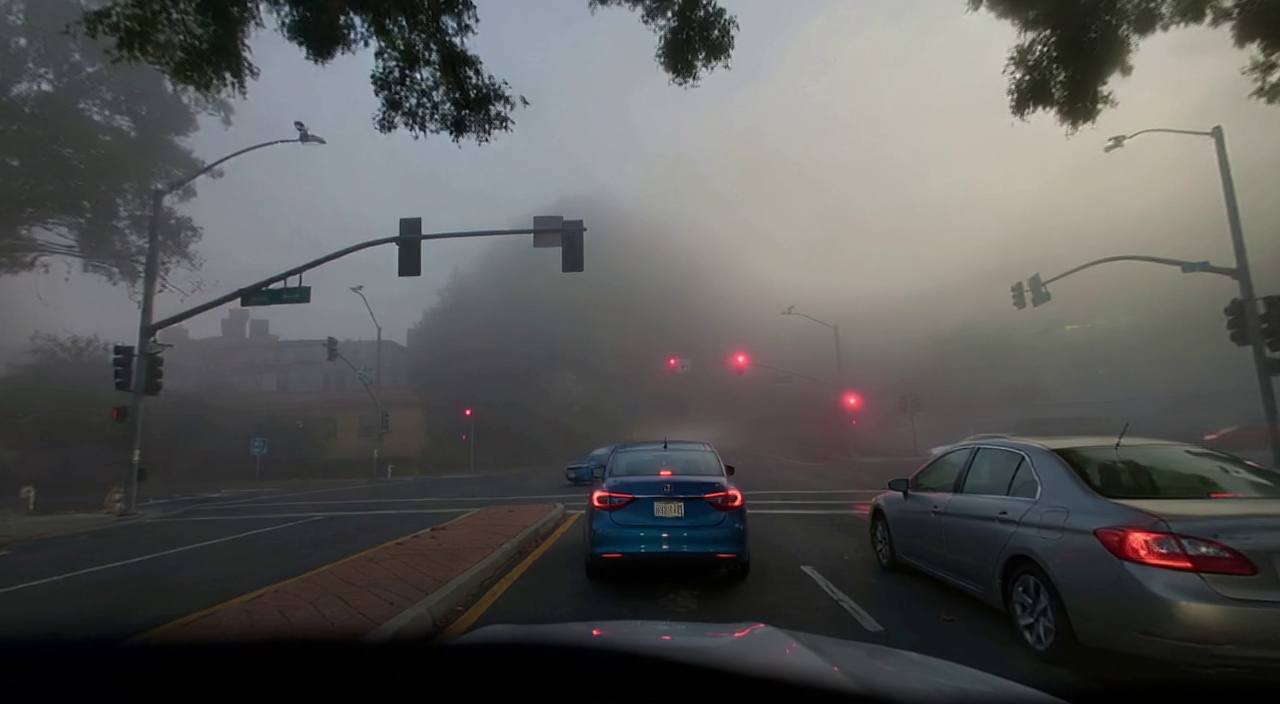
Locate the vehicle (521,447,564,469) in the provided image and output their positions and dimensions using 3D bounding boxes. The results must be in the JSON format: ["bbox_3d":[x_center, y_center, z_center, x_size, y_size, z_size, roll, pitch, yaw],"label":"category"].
[{"bbox_3d":[-6.923,7.581,45.291,2.093,1.476,4.278,-1,-9,4],"label":"vehicle"}]

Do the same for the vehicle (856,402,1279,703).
[{"bbox_3d":[3.659,1.338,5.442,1.888,1.486,4.681,0,-9,-1],"label":"vehicle"}]

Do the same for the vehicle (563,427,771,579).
[{"bbox_3d":[0.305,1.816,8.326,2.090,1.505,3.756,-1,-9,1],"label":"vehicle"}]
